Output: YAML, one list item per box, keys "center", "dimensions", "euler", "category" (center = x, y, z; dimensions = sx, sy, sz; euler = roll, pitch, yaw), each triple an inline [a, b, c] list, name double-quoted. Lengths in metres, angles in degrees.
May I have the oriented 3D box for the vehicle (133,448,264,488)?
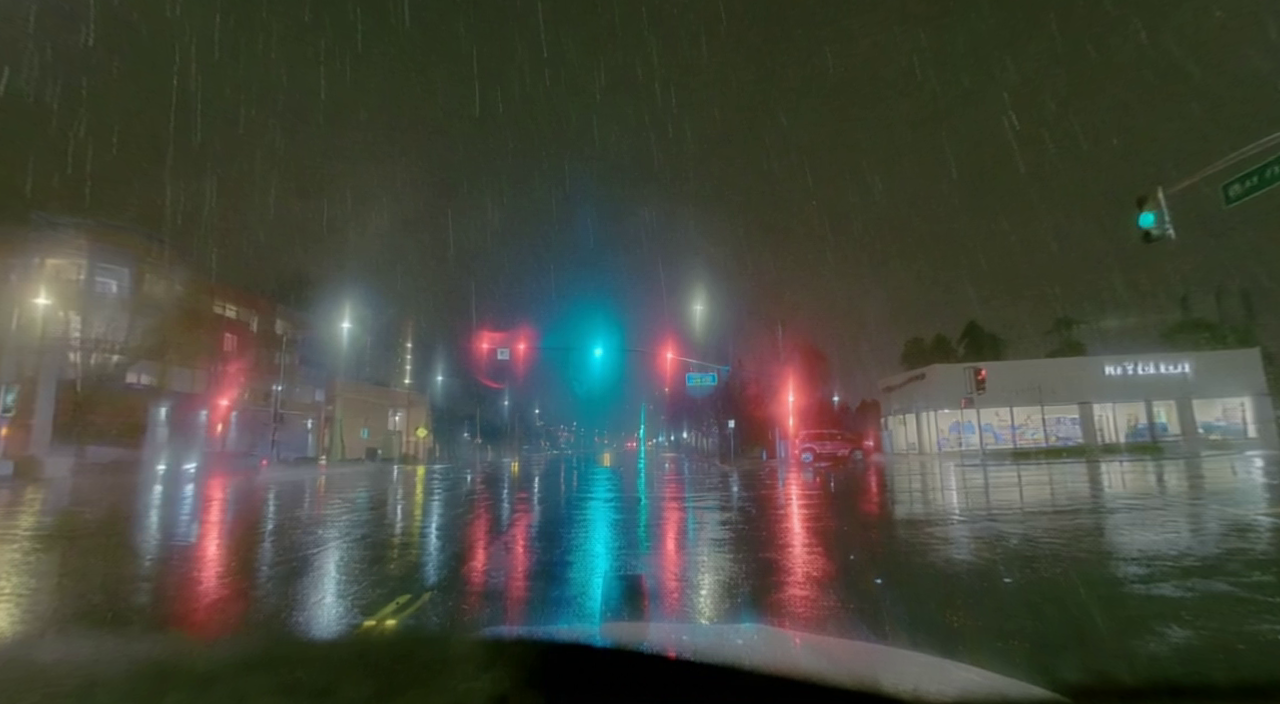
- center: [-18.424, 4.832, 26.629]
  dimensions: [1.919, 1.513, 4.604]
  euler: [-1, -8, 4]
  category: "vehicle"

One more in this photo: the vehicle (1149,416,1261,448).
- center: [28.270, 4.067, 31.722]
  dimensions: [1.799, 1.459, 4.266]
  euler: [-1, -8, 3]
  category: "vehicle"
